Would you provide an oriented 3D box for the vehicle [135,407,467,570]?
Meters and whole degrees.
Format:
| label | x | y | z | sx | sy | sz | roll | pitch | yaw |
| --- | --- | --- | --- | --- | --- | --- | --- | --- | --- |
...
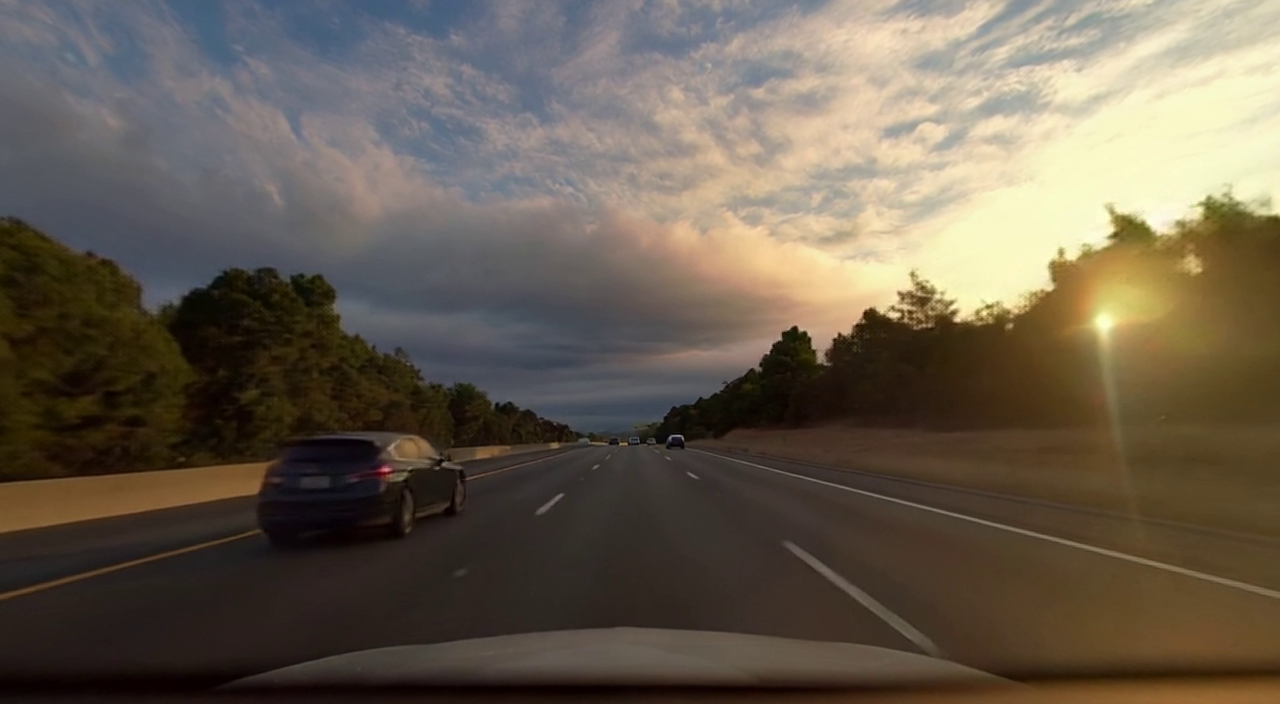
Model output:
| label | x | y | z | sx | sy | sz | roll | pitch | yaw |
| --- | --- | --- | --- | --- | --- | --- | --- | --- | --- |
| vehicle | -4.149 | 1.725 | 8.824 | 2.185 | 1.677 | 4.390 | 0 | -8 | 0 |
